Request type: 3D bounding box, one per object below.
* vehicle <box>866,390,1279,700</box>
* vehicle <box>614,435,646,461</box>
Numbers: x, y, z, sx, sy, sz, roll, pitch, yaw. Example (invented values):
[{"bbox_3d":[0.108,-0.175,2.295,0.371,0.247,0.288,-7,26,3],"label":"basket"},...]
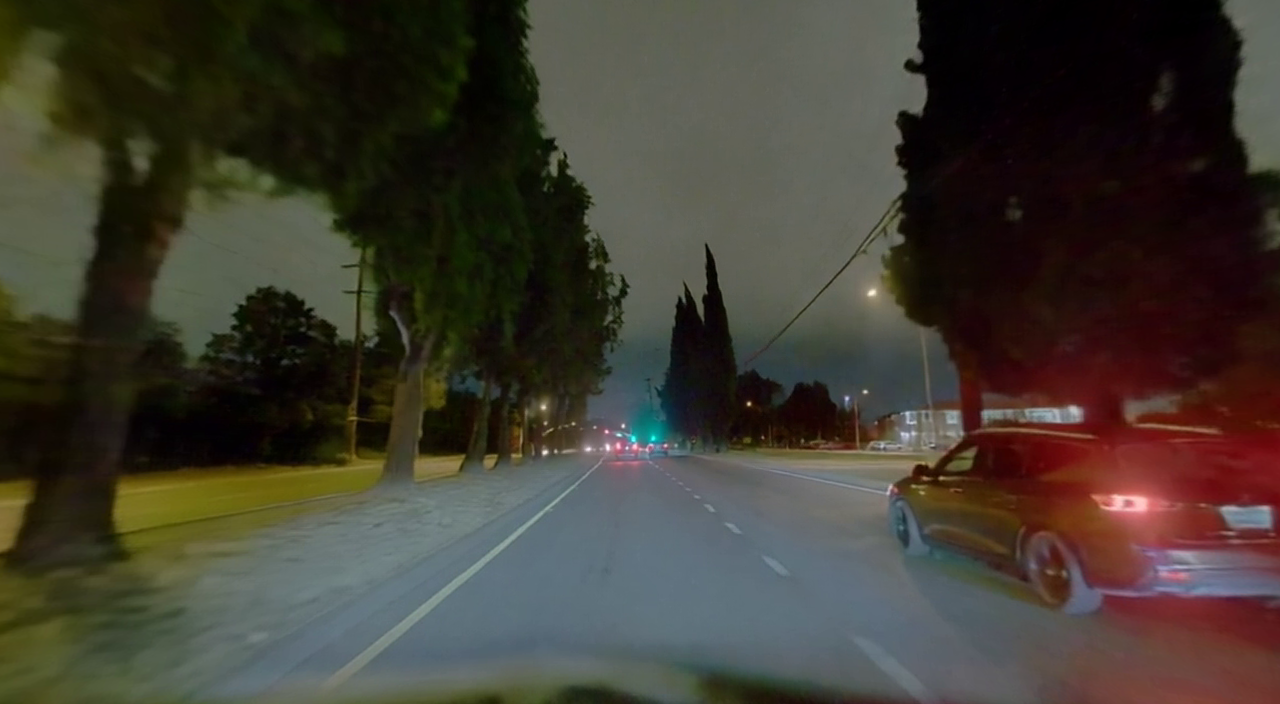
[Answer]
[{"bbox_3d":[4.158,1.373,5.809,2.235,1.597,4.918,0,-9,-1],"label":"vehicle"},{"bbox_3d":[-0.783,6.950,45.602,2.189,1.776,4.342,0,-9,-3],"label":"vehicle"}]
